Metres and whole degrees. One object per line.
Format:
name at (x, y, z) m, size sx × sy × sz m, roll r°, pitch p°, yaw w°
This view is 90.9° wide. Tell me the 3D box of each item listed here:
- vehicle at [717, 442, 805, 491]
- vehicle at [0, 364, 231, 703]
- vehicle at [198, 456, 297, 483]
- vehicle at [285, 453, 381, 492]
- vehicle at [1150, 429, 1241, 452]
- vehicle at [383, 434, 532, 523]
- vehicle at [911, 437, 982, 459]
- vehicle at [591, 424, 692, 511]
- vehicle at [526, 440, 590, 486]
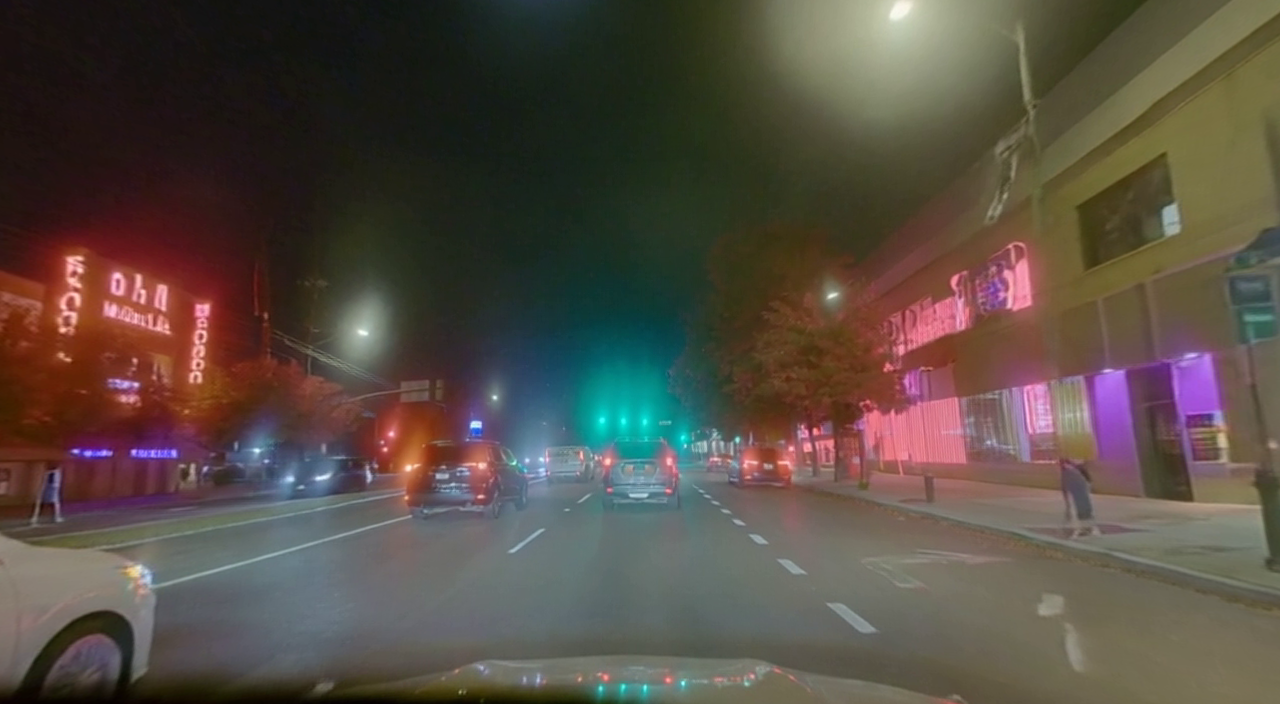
vehicle at (3.946, 3.813, 21.407) m, size 1.986 × 1.457 × 4.566 m, roll 0°, pitch -8°, yaw -1°
vehicle at (-3.323, 0.706, 1.209) m, size 1.975 × 1.624 × 4.481 m, roll 0°, pitch -8°, yaw 1°
vehicle at (-29.566, 8.845, 47.689) m, size 2.021 × 1.802 × 5.987 m, roll -5°, pitch -10°, yaw 31°
vehicle at (-14.524, 5.681, 30.173) m, size 2.115 × 1.654 × 4.727 m, roll 0°, pitch -8°, yaw 2°
vehicle at (38.588, 6.178, 43.887) m, size 4.169 × 1.475 × 2.059 m, roll -3°, pitch -9°, yaw 17°
vehicle at (-3.728, 2.641, 13.749) m, size 1.886 × 1.599 × 4.247 m, roll 0°, pitch -8°, yaw 1°
vehicle at (23.106, 7.256, 47.674) m, size 4.361 × 1.478 × 1.909 m, roll -4°, pitch -9°, yaw 10°
vehicle at (0.060, 2.685, 15.077) m, size 2.075 × 1.770 × 4.018 m, roll 0°, pitch -8°, yaw 1°
vehicle at (-3.197, 4.385, 25.226) m, size 1.894 × 1.642 × 3.861 m, roll 0°, pitch -8°, yaw 2°
